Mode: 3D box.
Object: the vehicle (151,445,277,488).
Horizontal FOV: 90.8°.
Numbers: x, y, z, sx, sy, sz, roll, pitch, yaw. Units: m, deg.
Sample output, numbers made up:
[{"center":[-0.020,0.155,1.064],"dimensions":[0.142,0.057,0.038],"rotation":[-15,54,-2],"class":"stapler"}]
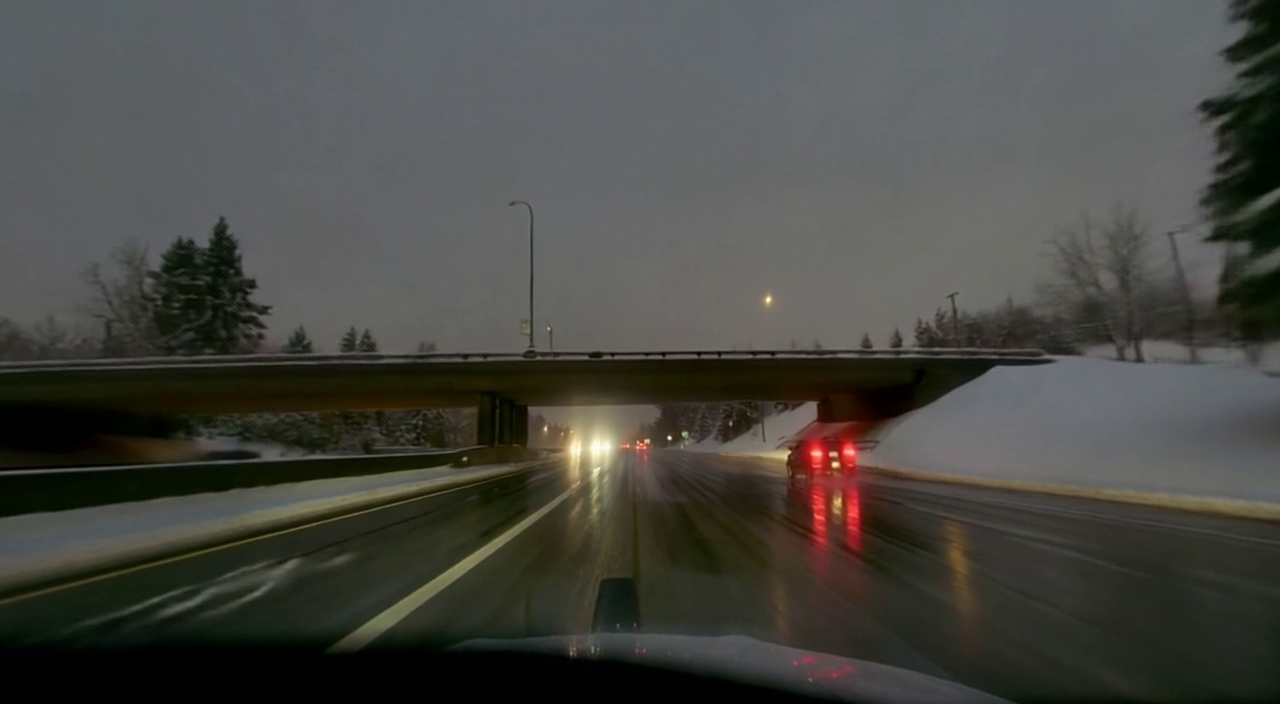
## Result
[{"center":[-17.513,4.709,26.322],"dimensions":[2.005,1.616,4.669],"rotation":[0,-9,0],"class":"vehicle"}]
